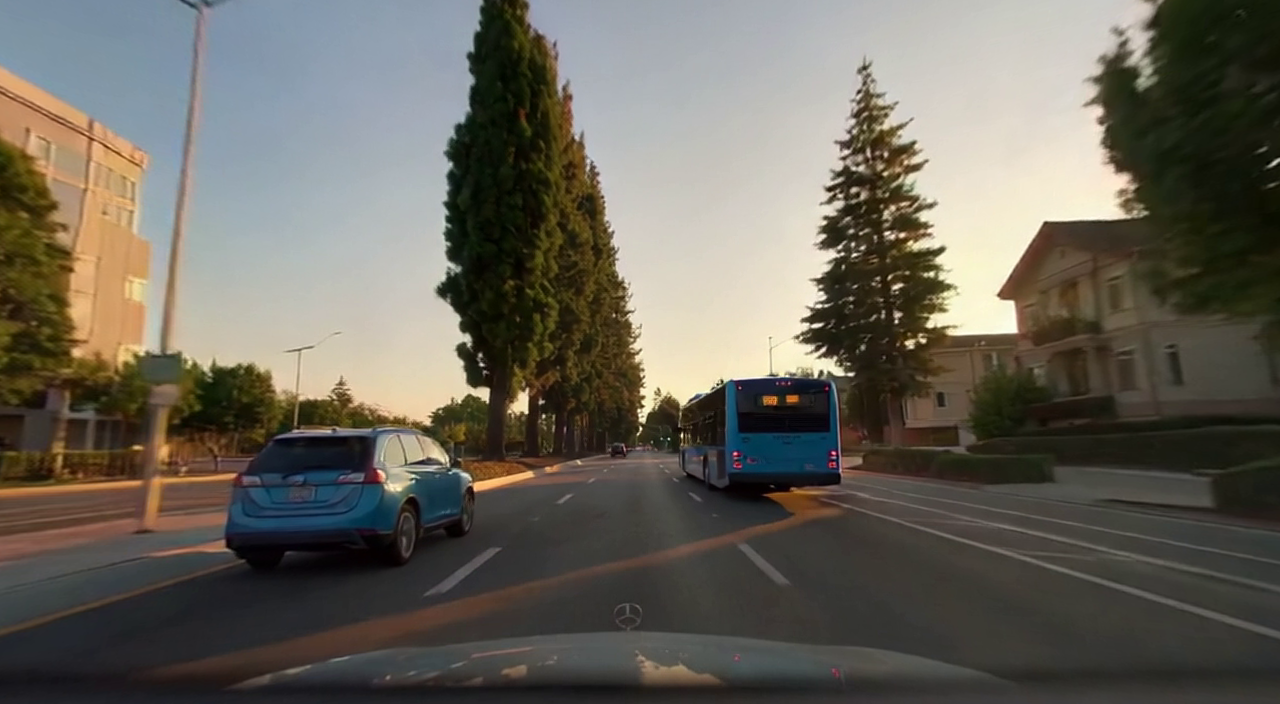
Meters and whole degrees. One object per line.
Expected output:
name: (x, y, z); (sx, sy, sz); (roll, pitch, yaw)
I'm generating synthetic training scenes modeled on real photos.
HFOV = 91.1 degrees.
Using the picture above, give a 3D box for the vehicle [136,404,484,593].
vehicle: (-3.696, 1.713, 8.209); (2.111, 1.767, 4.333); (0, -8, 1)

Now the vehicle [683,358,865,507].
vehicle: (3.393, 2.703, 20.306); (3.072, 3.278, 12.747); (0, -8, 0)
